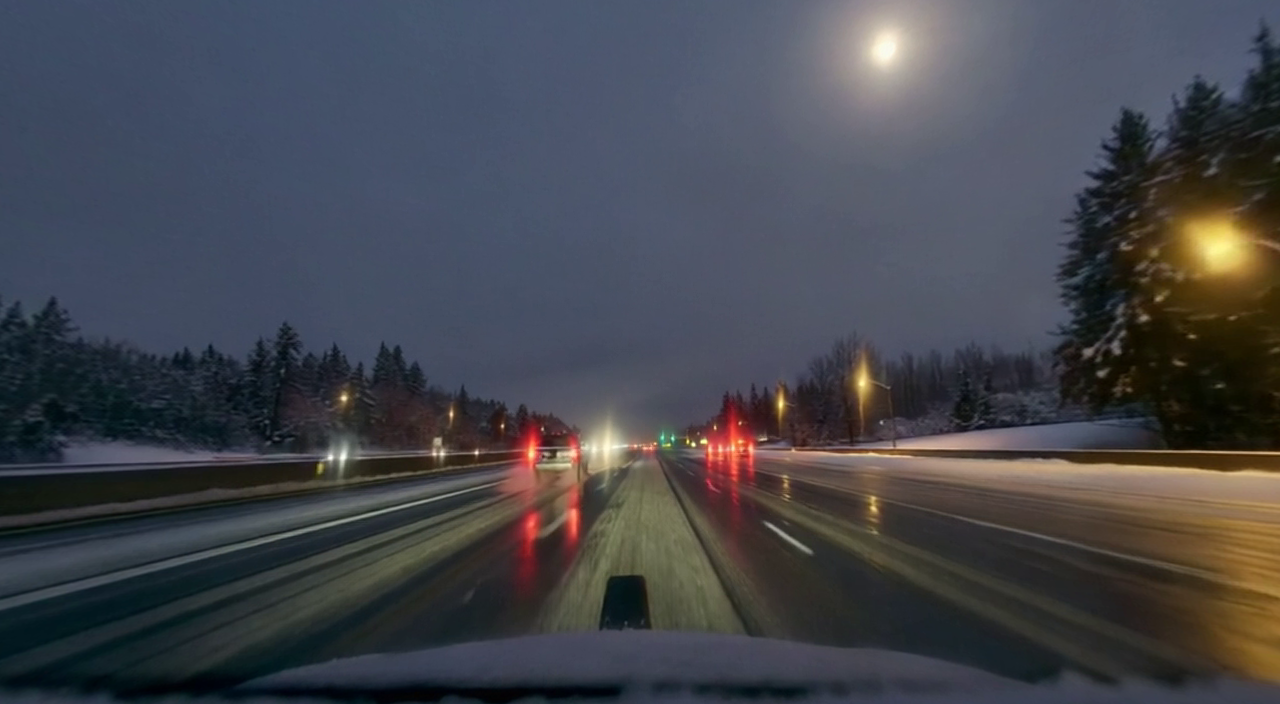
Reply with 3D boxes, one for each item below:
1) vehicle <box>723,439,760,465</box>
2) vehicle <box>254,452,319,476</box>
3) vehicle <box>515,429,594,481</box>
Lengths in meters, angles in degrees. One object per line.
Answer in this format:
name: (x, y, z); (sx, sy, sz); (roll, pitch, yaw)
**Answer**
vehicle: (7.226, 7.170, 45.263); (2.063, 1.706, 4.259); (0, -8, 1)
vehicle: (-24.906, 7.854, 44.573); (1.854, 1.553, 4.565); (0, -8, 1)
vehicle: (-3.434, 4.318, 26.681); (2.453, 1.952, 5.320); (0, -8, 2)
